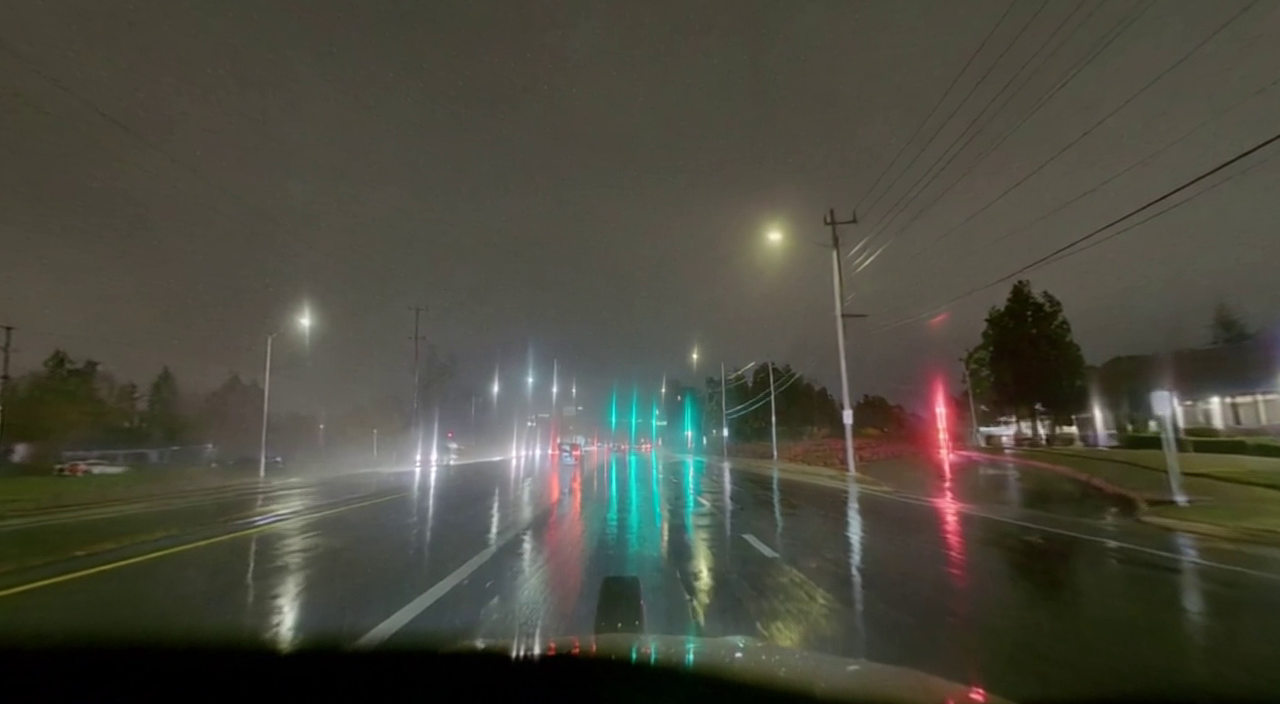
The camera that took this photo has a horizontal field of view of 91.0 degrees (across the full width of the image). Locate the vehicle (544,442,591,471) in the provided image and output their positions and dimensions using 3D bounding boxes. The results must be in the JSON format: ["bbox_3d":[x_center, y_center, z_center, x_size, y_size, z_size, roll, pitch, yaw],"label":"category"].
[{"bbox_3d":[-3.938,5.748,34.814,2.076,1.444,4.328,0,-9,0],"label":"vehicle"}]

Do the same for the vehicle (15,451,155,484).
[{"bbox_3d":[-33.945,7.064,38.647,6.134,1.918,2.296,0,-9,-4],"label":"vehicle"}]
